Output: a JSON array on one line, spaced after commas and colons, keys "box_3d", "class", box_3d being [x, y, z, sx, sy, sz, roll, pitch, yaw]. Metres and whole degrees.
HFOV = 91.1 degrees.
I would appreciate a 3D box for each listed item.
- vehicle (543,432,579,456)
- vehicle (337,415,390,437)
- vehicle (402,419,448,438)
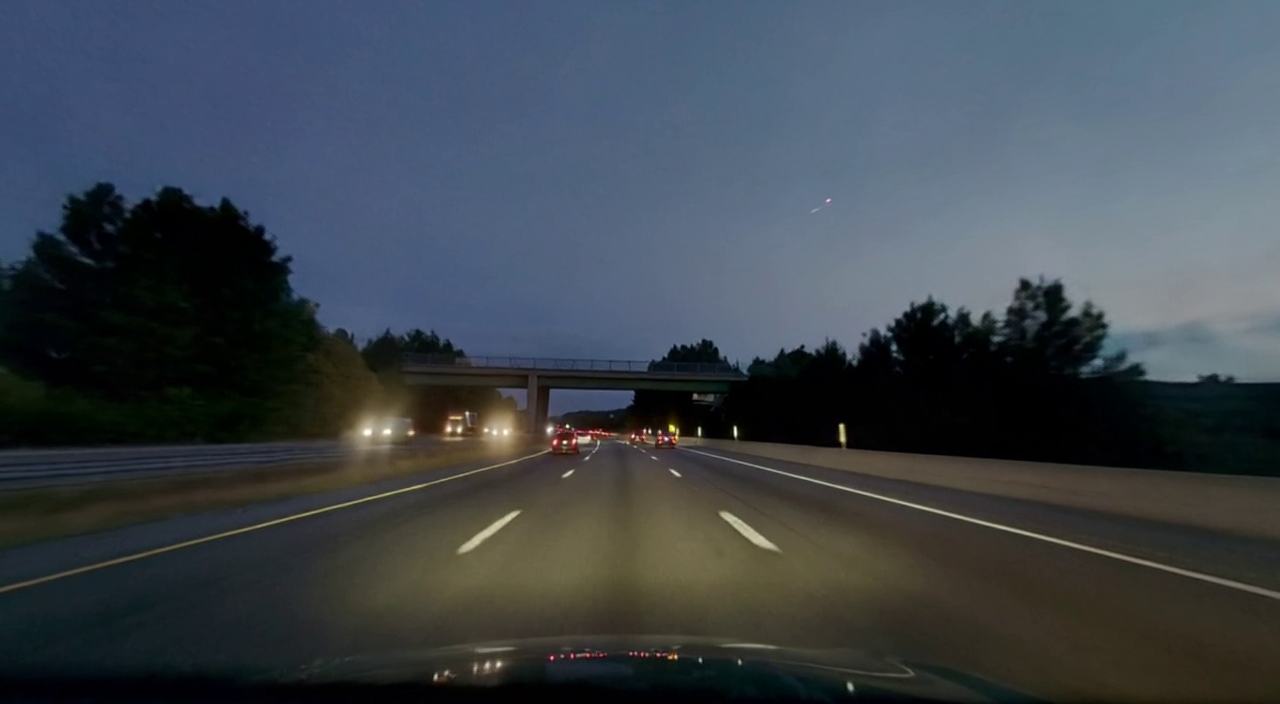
[{"box_3d": [-5.063, 5.894, 40.536, 1.966, 1.460, 3.519, 0, -8, -2], "class": "vehicle"}, {"box_3d": [-18.194, 4.909, 41.570, 1.820, 1.390, 4.180, 1, -8, -3], "class": "vehicle"}, {"box_3d": [-14.438, 5.188, 42.404, 1.824, 1.200, 4.175, 1, -8, -3], "class": "vehicle"}]
